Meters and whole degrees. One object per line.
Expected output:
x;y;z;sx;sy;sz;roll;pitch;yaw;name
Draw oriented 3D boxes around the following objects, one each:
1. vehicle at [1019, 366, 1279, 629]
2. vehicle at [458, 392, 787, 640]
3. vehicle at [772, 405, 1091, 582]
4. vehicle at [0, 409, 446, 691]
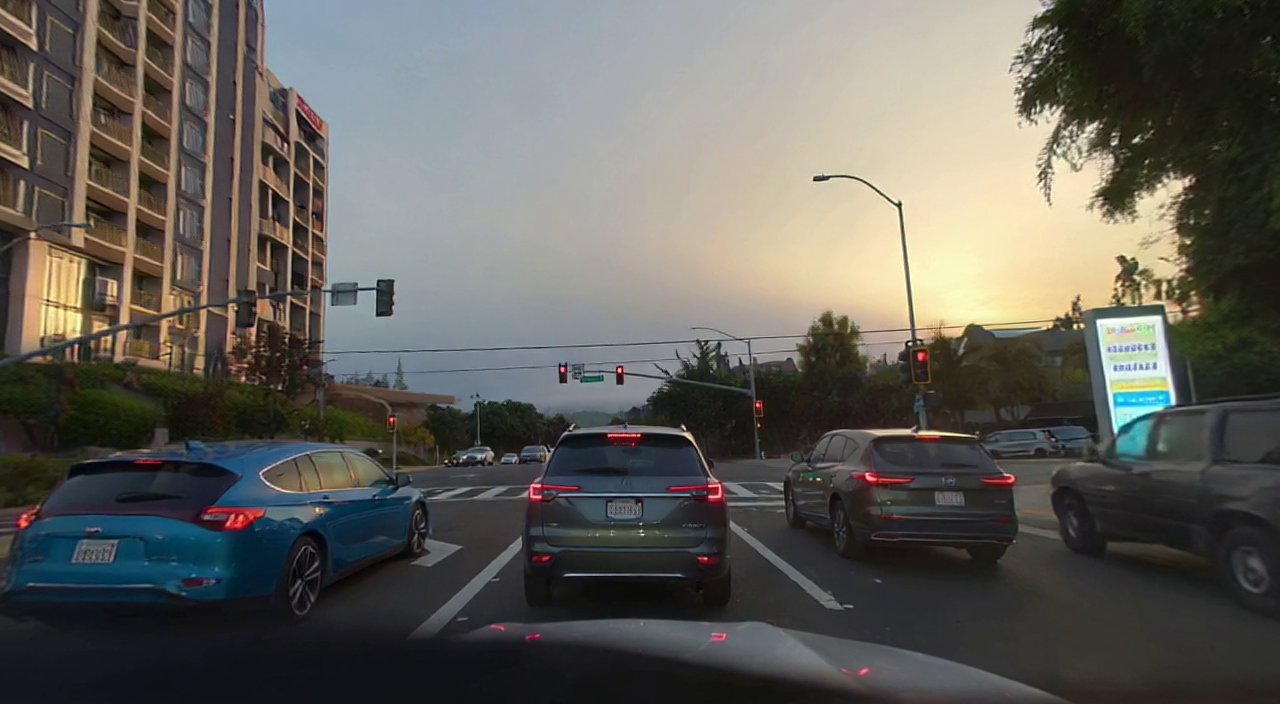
5.742;1.240;5.890;2.081;1.790;4.839;-1;-9;10;vehicle
-0.126;1.418;6.442;2.195;1.662;4.262;0;-8;0;vehicle
3.216;1.665;8.256;2.004;1.646;4.554;0;-8;0;vehicle
-3.550;1.423;5.817;1.906;1.524;4.547;0;-8;2;vehicle
